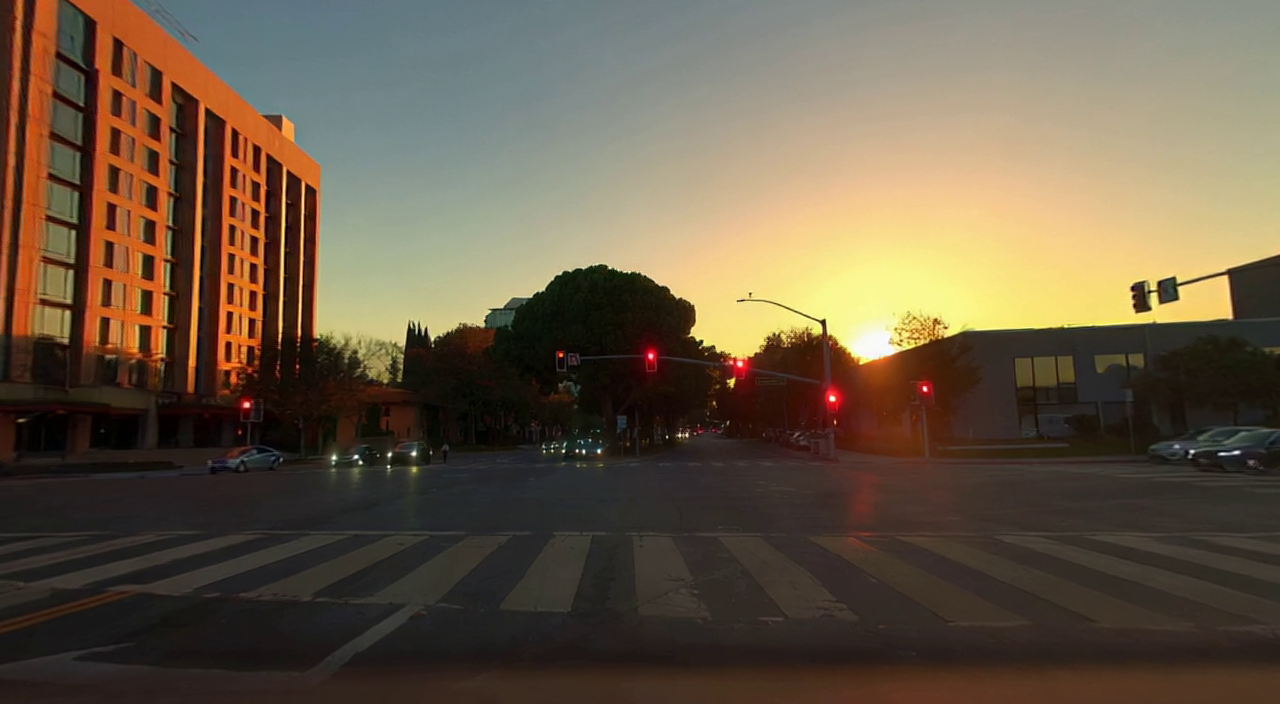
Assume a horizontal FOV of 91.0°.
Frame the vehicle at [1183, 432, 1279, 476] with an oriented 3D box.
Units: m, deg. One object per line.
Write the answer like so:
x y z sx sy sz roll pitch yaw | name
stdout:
22.307 3.581 22.246 4.474 1.477 1.908 0 -9 -2 | vehicle

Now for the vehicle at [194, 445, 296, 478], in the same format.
-23.289 6.437 37.329 2.032 1.839 4.884 -3 -9 16 | vehicle

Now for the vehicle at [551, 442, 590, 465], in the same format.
-4.551 6.711 41.673 1.954 1.431 4.050 0 -9 2 | vehicle

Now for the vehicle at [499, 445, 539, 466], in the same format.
-8.115 7.004 42.605 1.910 1.321 3.692 0 -9 2 | vehicle

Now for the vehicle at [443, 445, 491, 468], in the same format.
-11.657 7.072 42.685 1.911 1.476 4.297 -1 -9 2 | vehicle

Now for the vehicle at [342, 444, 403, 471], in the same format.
-18.585 7.348 44.002 2.237 1.801 4.541 0 -9 1 | vehicle

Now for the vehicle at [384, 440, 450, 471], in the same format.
-15.151 7.035 43.151 2.340 1.946 5.450 0 -9 2 | vehicle
